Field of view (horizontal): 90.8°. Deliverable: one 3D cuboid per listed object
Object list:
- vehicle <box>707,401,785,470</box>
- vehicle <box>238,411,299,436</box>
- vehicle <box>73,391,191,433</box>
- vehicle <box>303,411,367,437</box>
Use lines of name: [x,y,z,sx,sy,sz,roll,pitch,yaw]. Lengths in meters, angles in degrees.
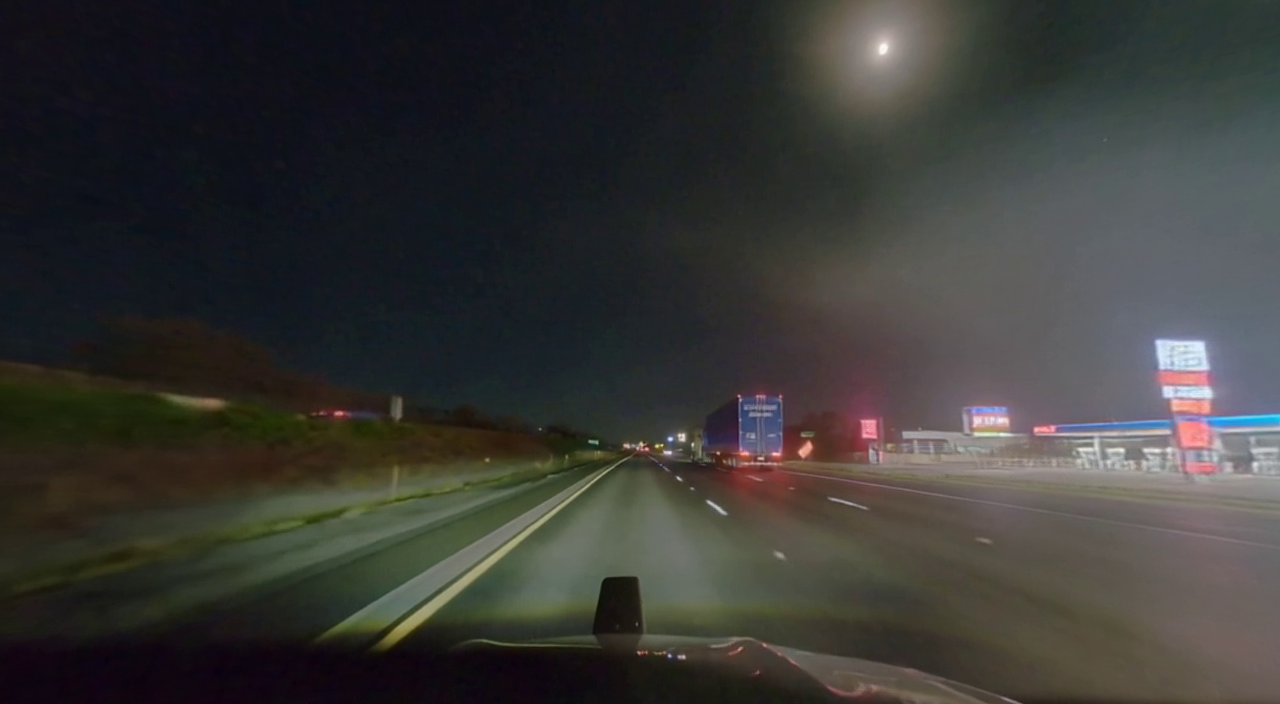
vehicle: [7.279,6.220,46.201,2.912,4.153,15.866,0,-9,0]
vehicle: [-24.473,4.781,41.716,1.748,1.506,3.731,0,-9,0]
vehicle: [-20.934,2.557,26.257,1.765,1.490,3.804,0,-9,-1]
vehicle: [-20.753,4.981,43.200,1.858,1.620,4.928,0,-9,0]
